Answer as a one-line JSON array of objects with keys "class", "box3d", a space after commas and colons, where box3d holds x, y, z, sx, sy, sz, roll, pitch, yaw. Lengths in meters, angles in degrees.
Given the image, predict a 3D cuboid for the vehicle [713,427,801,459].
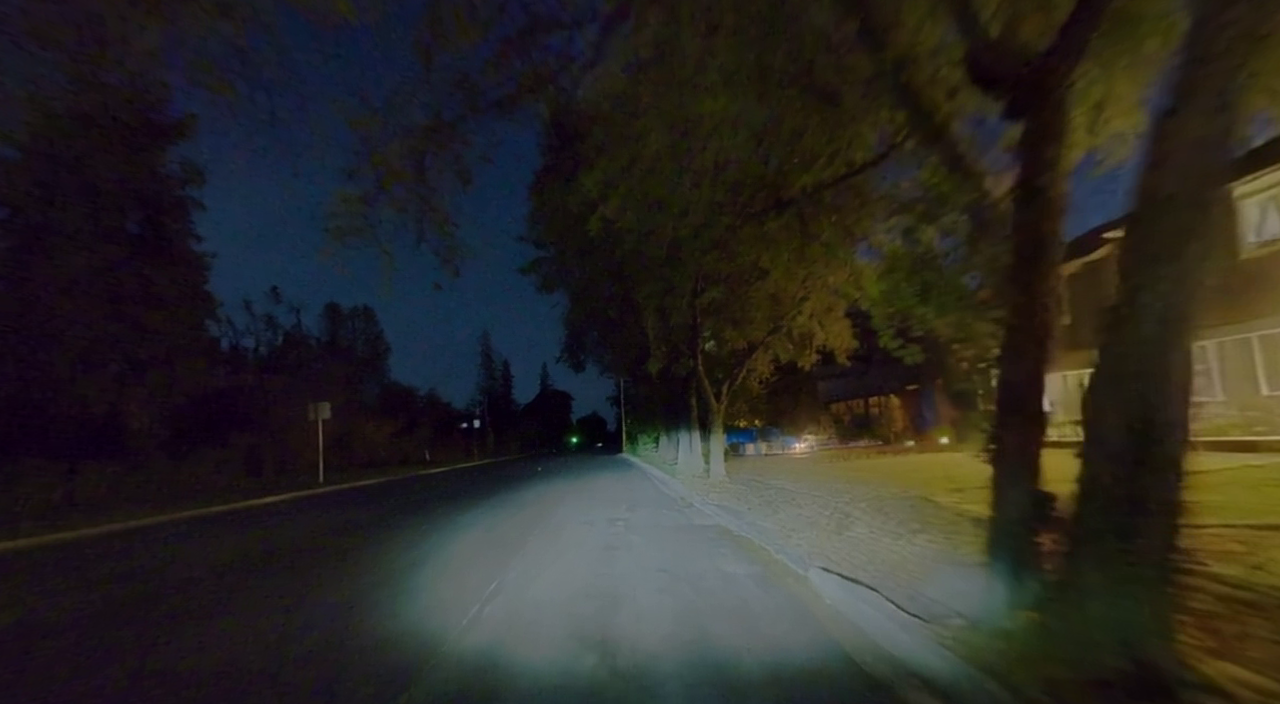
[{"class": "vehicle", "box3d": [6.061, 4.736, 33.006, 4.153, 1.605, 1.835, 0, -8, -5]}]
